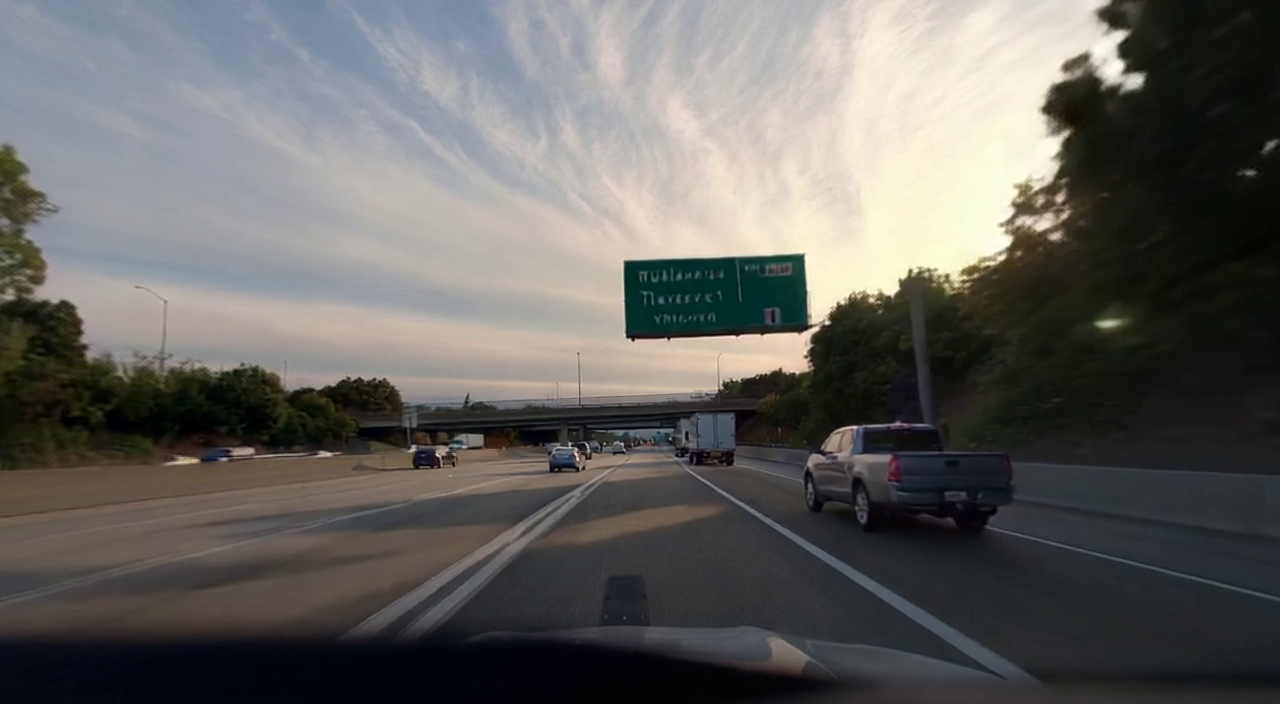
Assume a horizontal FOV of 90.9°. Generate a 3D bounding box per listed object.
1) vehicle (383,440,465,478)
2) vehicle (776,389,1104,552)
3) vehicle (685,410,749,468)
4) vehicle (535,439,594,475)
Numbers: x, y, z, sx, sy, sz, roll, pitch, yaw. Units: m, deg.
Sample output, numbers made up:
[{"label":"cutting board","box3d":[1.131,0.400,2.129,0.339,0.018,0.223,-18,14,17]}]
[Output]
[{"label":"vehicle","box3d":[-9.142,4.549,27.097,1.899,1.465,4.589,0,-8,0]},{"label":"vehicle","box3d":[4.290,1.896,10.880,2.355,1.930,6.633,0,-8,0]},{"label":"vehicle","box3d":[4.318,5.121,36.992,2.732,3.052,7.118,0,-8,-1]},{"label":"vehicle","box3d":[-3.271,4.673,28.265,1.981,1.473,4.317,0,-8,2]}]
